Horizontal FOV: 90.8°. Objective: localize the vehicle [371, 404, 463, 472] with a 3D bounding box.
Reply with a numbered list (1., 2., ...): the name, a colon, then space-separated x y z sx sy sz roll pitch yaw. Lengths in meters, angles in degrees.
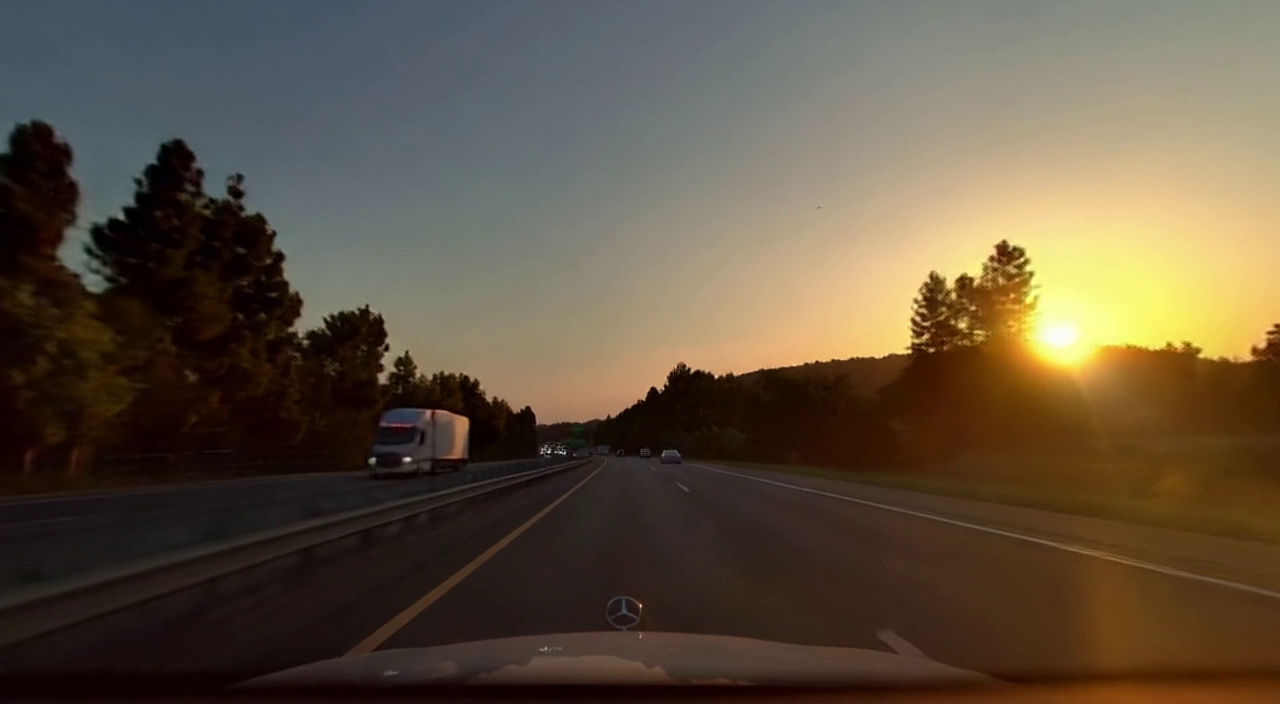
1. vehicle: -13.787 5.513 39.929 2.763 3.848 8.560 0 -9 -1
